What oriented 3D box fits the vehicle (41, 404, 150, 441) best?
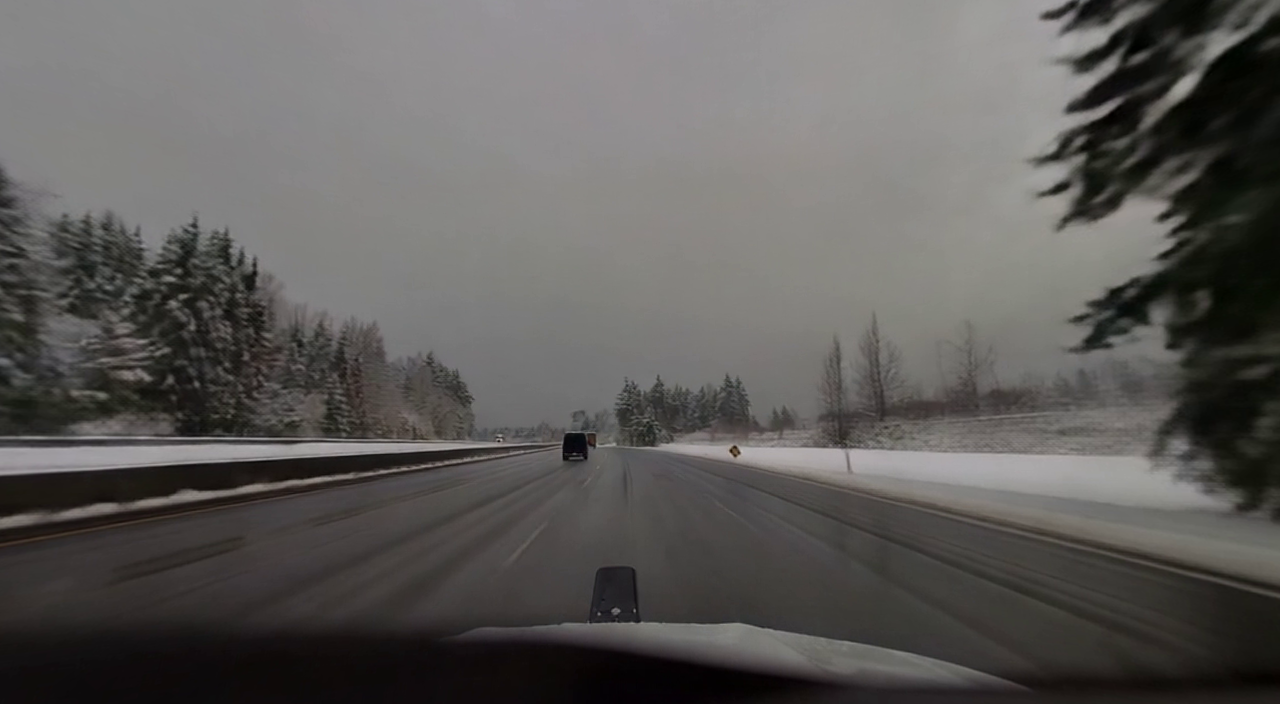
[{"bbox_3d":[-23.949,3.175,27.856,1.751,1.416,3.650,-3,-8,-4],"label":"vehicle"}]
